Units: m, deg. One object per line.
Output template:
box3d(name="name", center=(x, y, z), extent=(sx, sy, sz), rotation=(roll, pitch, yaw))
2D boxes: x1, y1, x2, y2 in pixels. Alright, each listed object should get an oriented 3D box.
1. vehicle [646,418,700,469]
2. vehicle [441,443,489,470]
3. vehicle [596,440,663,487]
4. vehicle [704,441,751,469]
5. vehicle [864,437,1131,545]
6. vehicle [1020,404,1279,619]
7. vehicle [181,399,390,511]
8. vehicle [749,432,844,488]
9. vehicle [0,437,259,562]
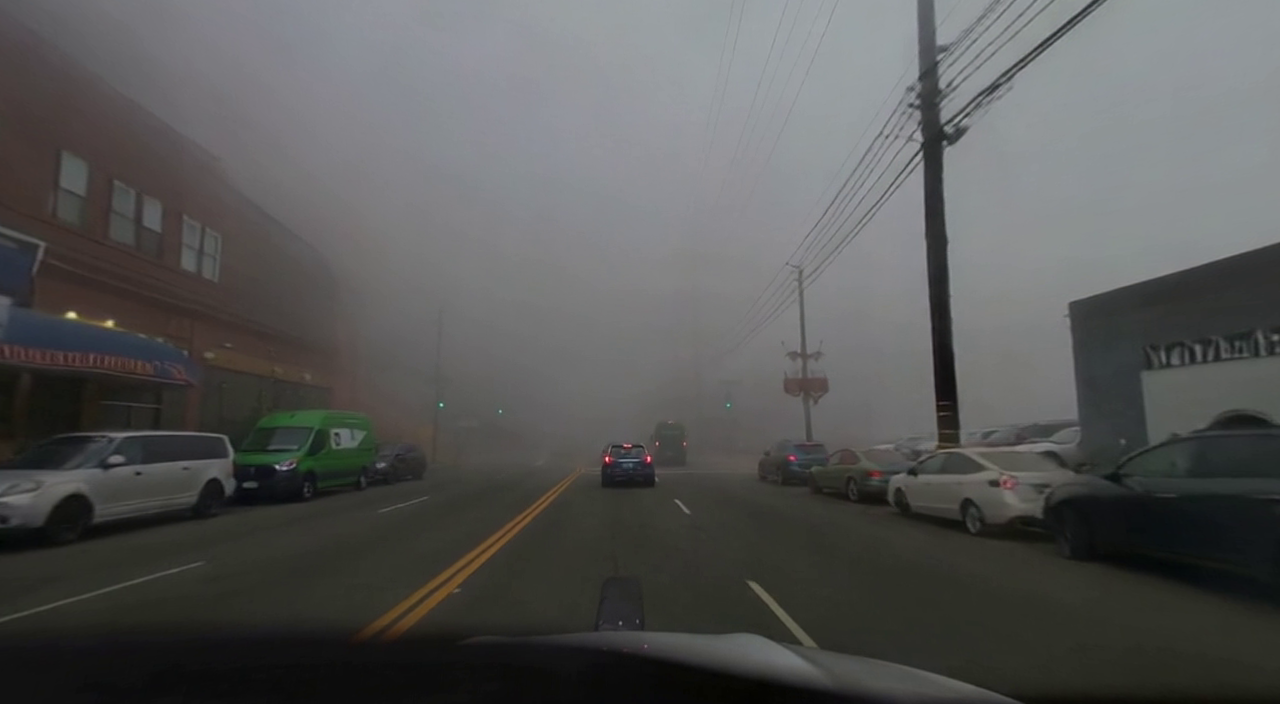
box3d(name="vehicle", center=(1.727, 5.128, 35.375), extent=(2.649, 2.583, 5.800), rotation=(0, -8, -1))
box3d(name="vehicle", center=(-10.900, 6.512, 39.633), extent=(1.962, 1.529, 4.109), rotation=(1, -8, -2))
box3d(name="vehicle", center=(-0.411, 3.813, 22.035), extent=(2.112, 1.464, 4.411), rotation=(0, -8, -2))
box3d(name="vehicle", center=(4.953, 5.877, 36.277), extent=(1.824, 1.481, 4.057), rotation=(1, -8, -5))
box3d(name="vehicle", center=(5.752, 2.251, 10.998), extent=(2.012, 1.470, 4.394), rotation=(0, -8, -1))
box3d(name="vehicle", center=(6.045, 1.434, 6.181), extent=(1.876, 1.692, 4.492), rotation=(0, -8, 1))
box3d(name="vehicle", center=(-9.858, 2.939, 18.454), extent=(2.724, 2.739, 5.663), rotation=(0, -8, 0))
box3d(name="vehicle", center=(5.481, 3.852, 22.940), extent=(2.079, 1.788, 4.974), rotation=(0, -8, -1))
box3d(name="vehicle", center=(-9.855, 2.467, 11.634), extent=(2.256, 1.722, 5.644), rotation=(0, -8, -2))
